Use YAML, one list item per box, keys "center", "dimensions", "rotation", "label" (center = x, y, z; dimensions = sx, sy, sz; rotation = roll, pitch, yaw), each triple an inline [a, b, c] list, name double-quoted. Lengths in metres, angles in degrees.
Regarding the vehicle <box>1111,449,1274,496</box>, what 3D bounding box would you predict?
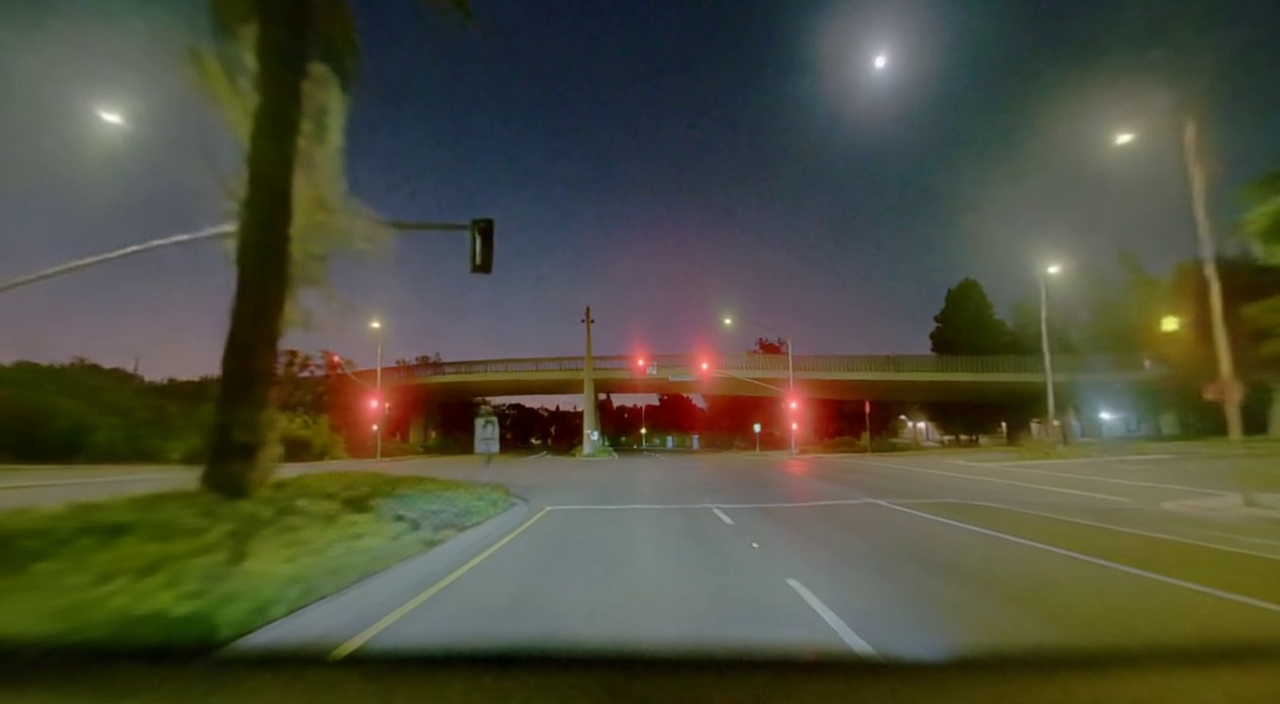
- center: [18.673, 4.027, 21.340]
  dimensions: [4.556, 1.436, 1.982]
  rotation: [3, -10, -19]
  label: "vehicle"
